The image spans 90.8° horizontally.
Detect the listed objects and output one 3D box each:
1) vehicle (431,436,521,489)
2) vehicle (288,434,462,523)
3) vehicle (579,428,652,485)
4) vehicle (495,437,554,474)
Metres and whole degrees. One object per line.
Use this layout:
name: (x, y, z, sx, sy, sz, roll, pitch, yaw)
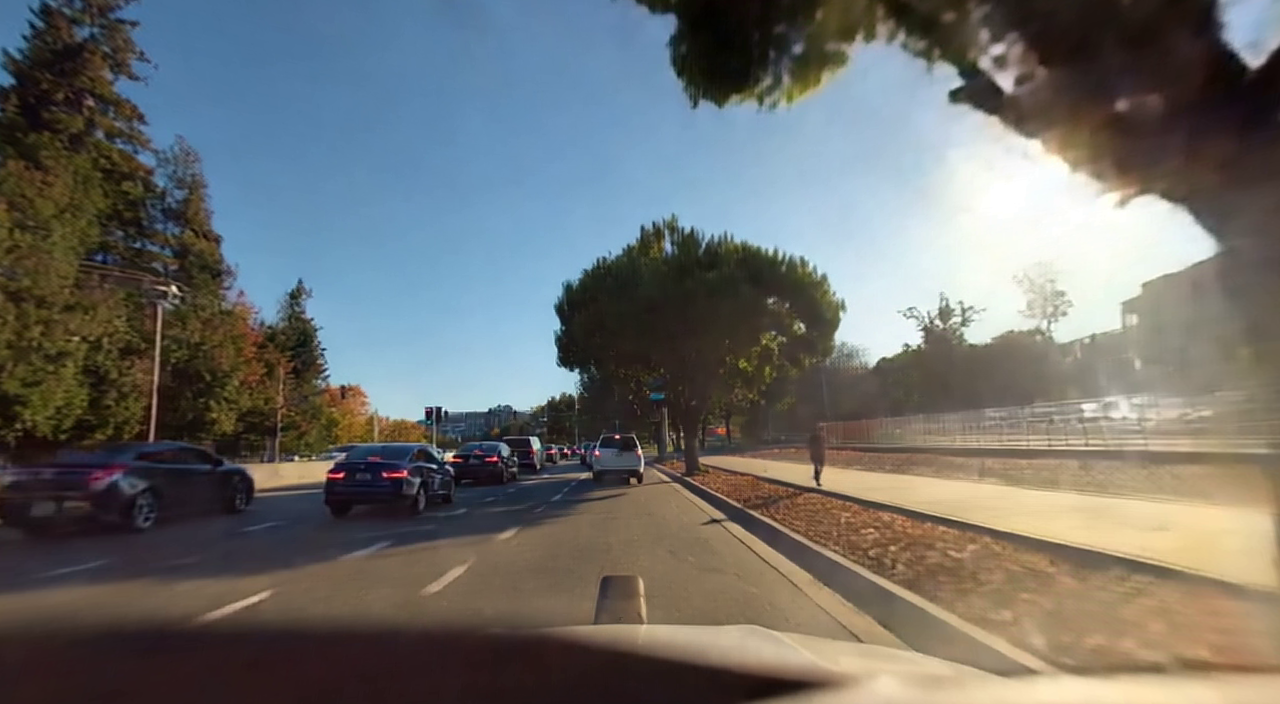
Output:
vehicle: (-5.725, 3.910, 22.695, 2.010, 1.674, 4.484, 0, -8, 0)
vehicle: (-5.497, 2.647, 13.813, 2.069, 1.616, 4.108, 0, -8, -1)
vehicle: (-0.892, 3.729, 22.835, 2.368, 1.829, 4.293, 0, -9, -2)
vehicle: (-5.876, 5.318, 32.696, 2.188, 1.774, 4.477, 0, -8, 0)
